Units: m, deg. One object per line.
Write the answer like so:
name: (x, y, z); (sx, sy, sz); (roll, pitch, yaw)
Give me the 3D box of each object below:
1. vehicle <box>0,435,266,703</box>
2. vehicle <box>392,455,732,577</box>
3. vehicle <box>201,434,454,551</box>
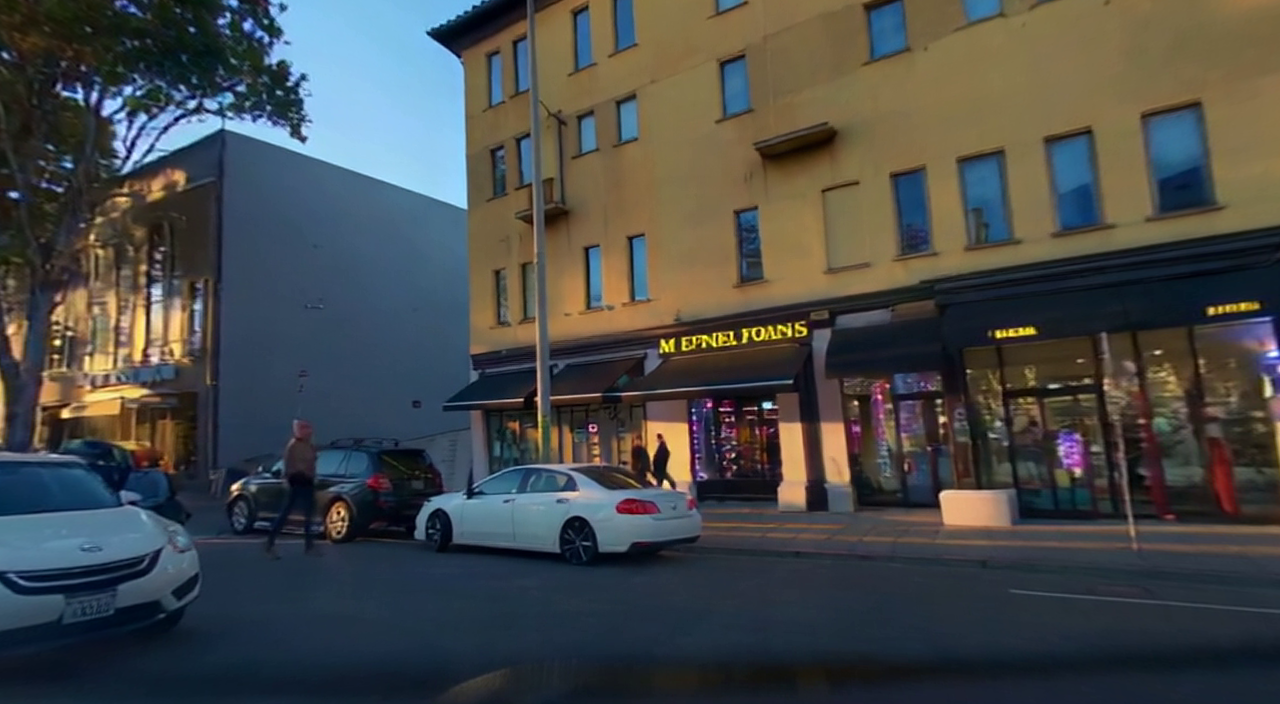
vehicle: (-5.151, 1.406, 4.876); (4.330, 1.458, 1.932); (-5, -10, 30)
vehicle: (-1.221, 2.301, 9.569); (4.830, 1.421, 1.826); (-4, -9, 25)
vehicle: (-6.003, 2.554, 12.108); (4.580, 1.853, 1.862); (-5, -10, 27)
